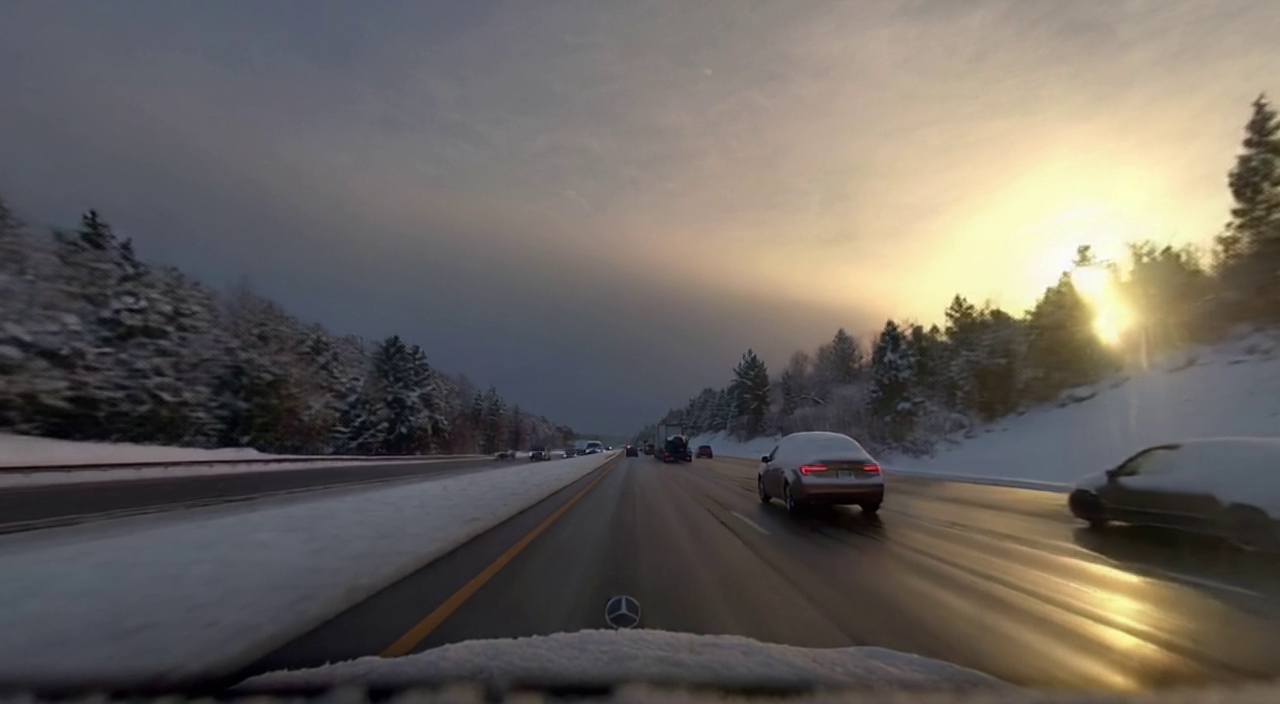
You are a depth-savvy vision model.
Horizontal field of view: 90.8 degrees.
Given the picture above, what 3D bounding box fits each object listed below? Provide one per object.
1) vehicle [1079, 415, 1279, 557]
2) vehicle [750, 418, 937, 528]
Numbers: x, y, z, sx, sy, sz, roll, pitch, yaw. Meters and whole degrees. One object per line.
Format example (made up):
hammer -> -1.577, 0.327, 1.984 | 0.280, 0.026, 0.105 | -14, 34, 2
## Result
vehicle -> 8.451, 1.709, 8.307 | 2.018, 1.636, 4.510 | 0, -9, -1
vehicle -> 3.667, 2.296, 12.478 | 2.070, 1.751, 4.576 | 0, -9, -1
